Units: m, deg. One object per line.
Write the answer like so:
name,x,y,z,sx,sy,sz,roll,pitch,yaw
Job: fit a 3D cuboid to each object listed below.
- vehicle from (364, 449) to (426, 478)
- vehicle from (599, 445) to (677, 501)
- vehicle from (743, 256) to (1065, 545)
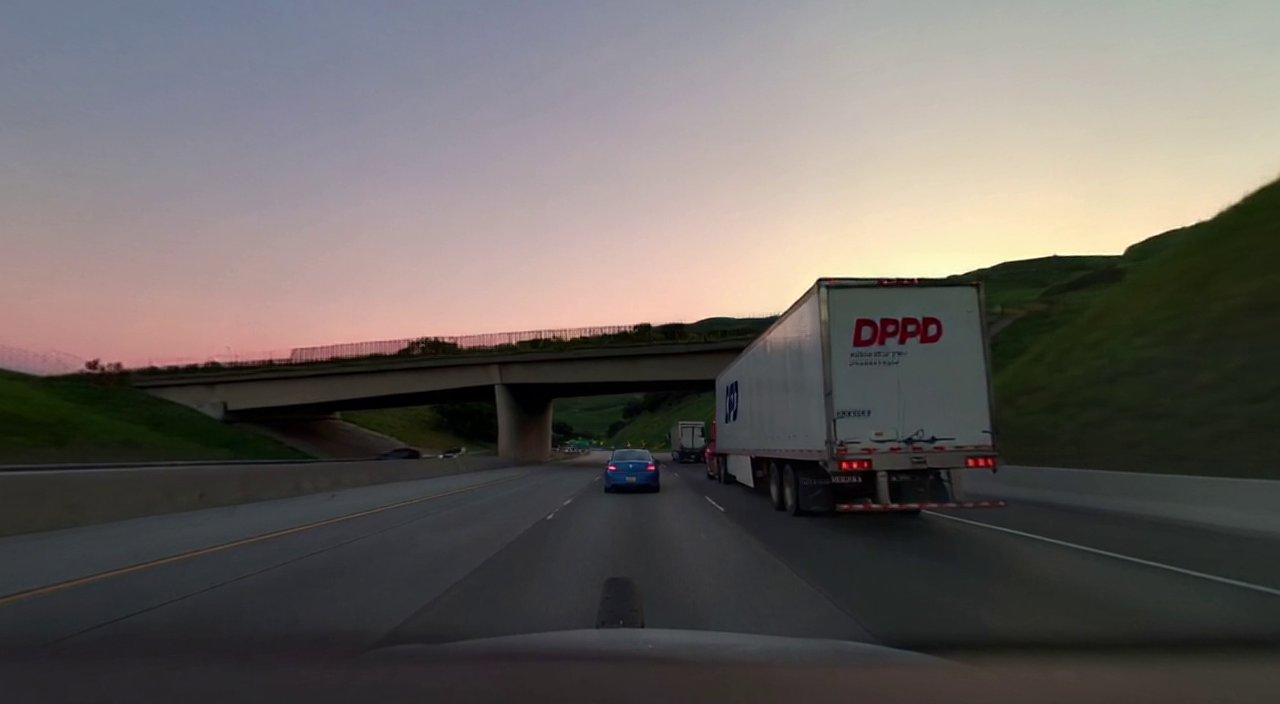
vehicle,-14.576,6.639,37.831,1.864,1.639,4.400,0,-9,1
vehicle,-0.066,3.447,18.305,2.029,1.437,3.794,0,-9,0
vehicle,4.217,1.241,12.742,2.802,3.956,8.291,0,-9,0
